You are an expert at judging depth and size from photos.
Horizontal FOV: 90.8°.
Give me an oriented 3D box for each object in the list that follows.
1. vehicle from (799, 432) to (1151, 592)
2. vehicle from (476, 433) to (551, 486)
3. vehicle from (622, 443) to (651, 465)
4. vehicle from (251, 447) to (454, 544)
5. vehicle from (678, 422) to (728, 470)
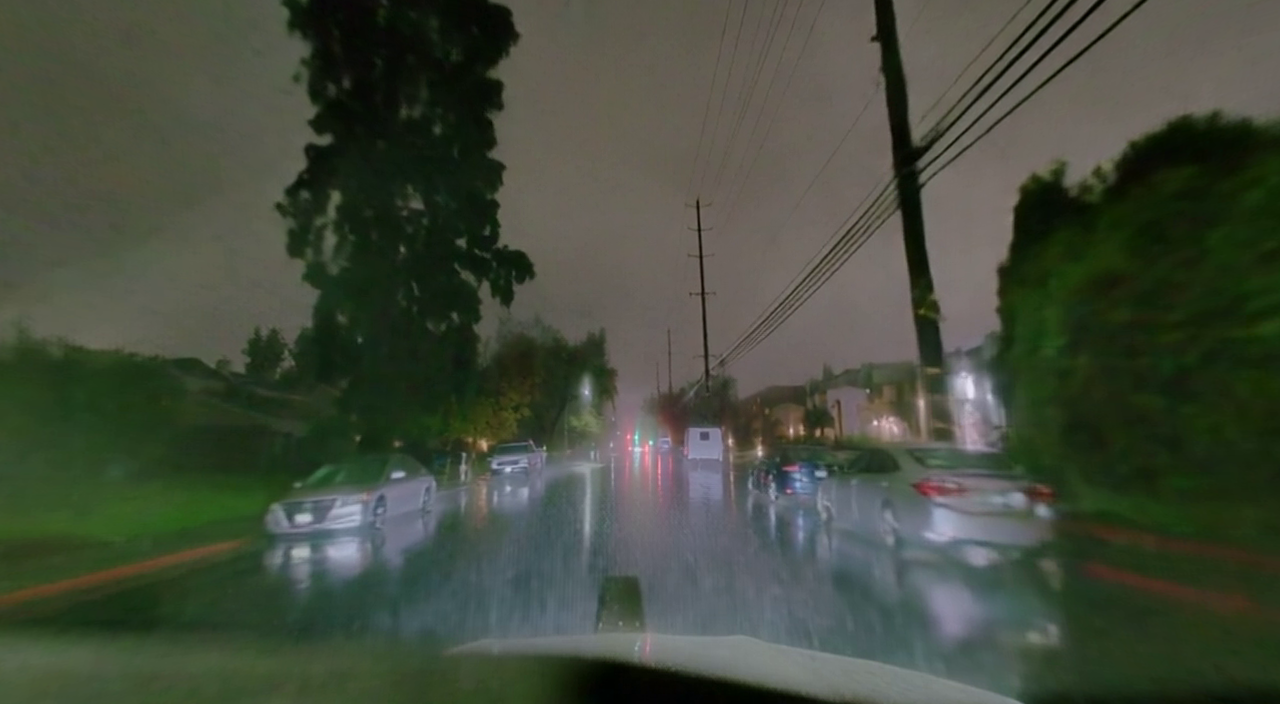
[{"bbox_3d":[3.993,1.982,8.885,2.144,1.572,5.026,0,-9,0],"label":"vehicle"},{"bbox_3d":[-6.006,5.120,30.769,2.284,2.119,5.984,-3,-7,1],"label":"vehicle"},{"bbox_3d":[-0.265,7.559,46.891,2.062,1.509,4.305,0,-8,-1],"label":"vehicle"},{"bbox_3d":[-6.058,3.017,14.305,2.094,1.433,5.740,-4,-7,-2],"label":"vehicle"},{"bbox_3d":[3.882,5.954,40.141,2.384,2.791,5.899,0,-9,-2],"label":"vehicle"}]
